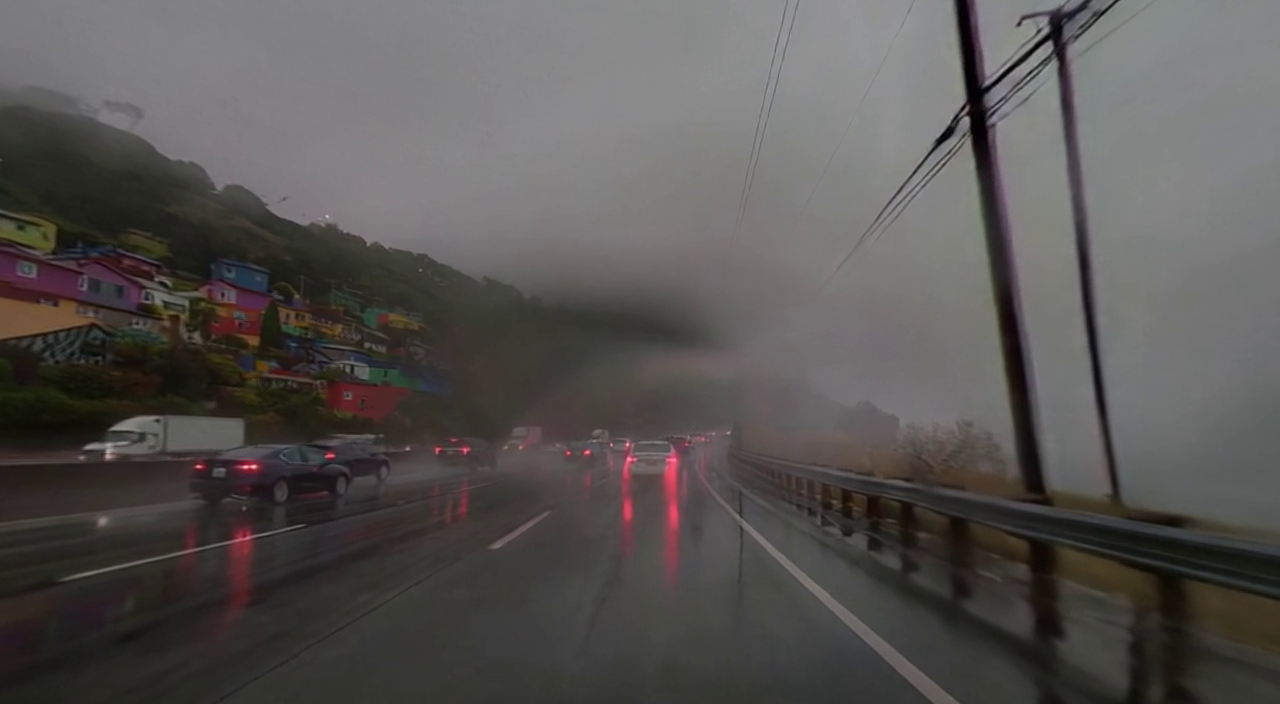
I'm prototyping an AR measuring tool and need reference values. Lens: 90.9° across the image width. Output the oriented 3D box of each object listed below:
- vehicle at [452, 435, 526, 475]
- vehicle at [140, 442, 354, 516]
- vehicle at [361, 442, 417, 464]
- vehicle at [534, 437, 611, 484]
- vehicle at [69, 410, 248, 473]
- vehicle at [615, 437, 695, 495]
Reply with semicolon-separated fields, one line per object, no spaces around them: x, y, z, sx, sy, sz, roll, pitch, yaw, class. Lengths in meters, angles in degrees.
-7.439;5.115;31.518;2.080;1.833;4.461;-1;-8;7;vehicle
-8.994;2.900;15.030;1.959;1.469;4.450;-1;-8;5;vehicle
-18.737;7.537;47.255;1.902;1.536;4.561;-1;-8;6;vehicle
-2.528;4.222;24.858;2.121;1.639;4.383;-1;-8;6;vehicle
-28.034;5.345;37.521;2.962;3.232;9.077;-1;-8;4;vehicle
0.532;3.292;18.566;2.109;1.495;3.935;-1;-8;4;vehicle
